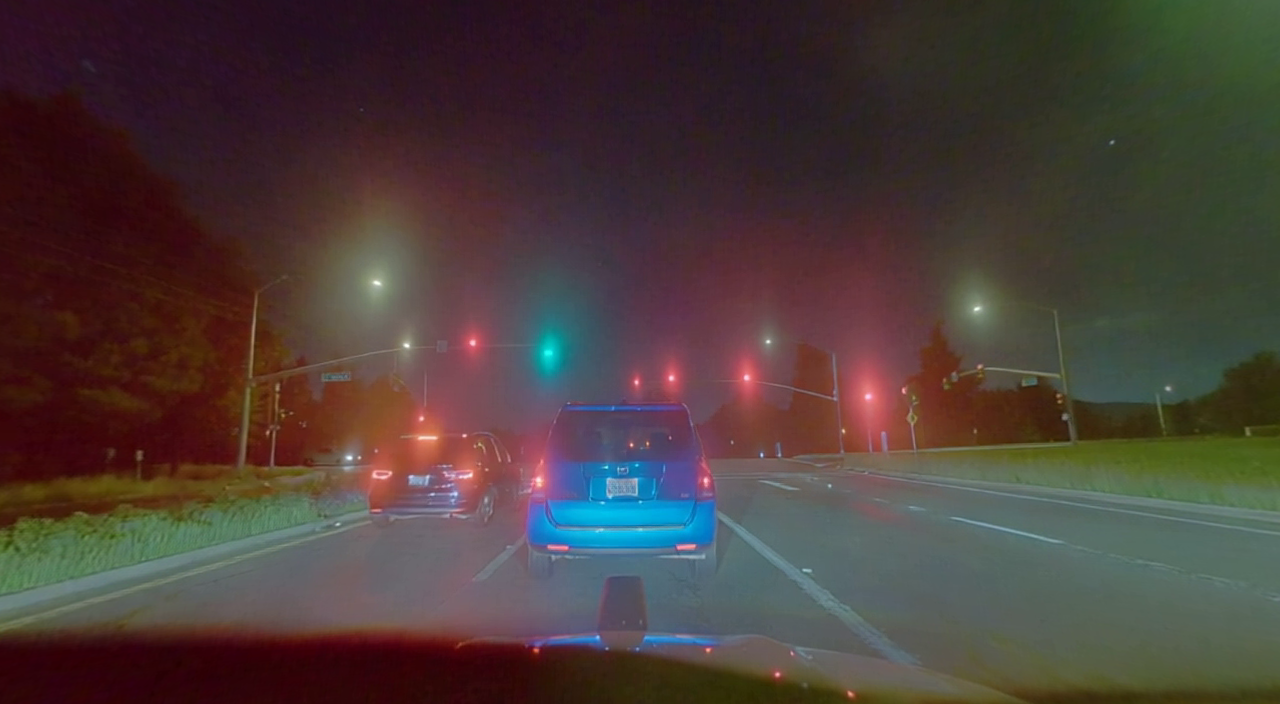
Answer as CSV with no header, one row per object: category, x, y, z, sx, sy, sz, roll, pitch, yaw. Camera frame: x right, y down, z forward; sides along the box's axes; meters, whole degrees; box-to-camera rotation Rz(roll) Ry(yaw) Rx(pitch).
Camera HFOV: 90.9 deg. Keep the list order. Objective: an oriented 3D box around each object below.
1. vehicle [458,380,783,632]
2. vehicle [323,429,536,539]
vehicle,-0.160,1.392,6.626,2.298,1.770,4.138,0,-8,-1
vehicle,-3.363,2.220,11.395,2.061,1.504,5.142,0,-8,0
